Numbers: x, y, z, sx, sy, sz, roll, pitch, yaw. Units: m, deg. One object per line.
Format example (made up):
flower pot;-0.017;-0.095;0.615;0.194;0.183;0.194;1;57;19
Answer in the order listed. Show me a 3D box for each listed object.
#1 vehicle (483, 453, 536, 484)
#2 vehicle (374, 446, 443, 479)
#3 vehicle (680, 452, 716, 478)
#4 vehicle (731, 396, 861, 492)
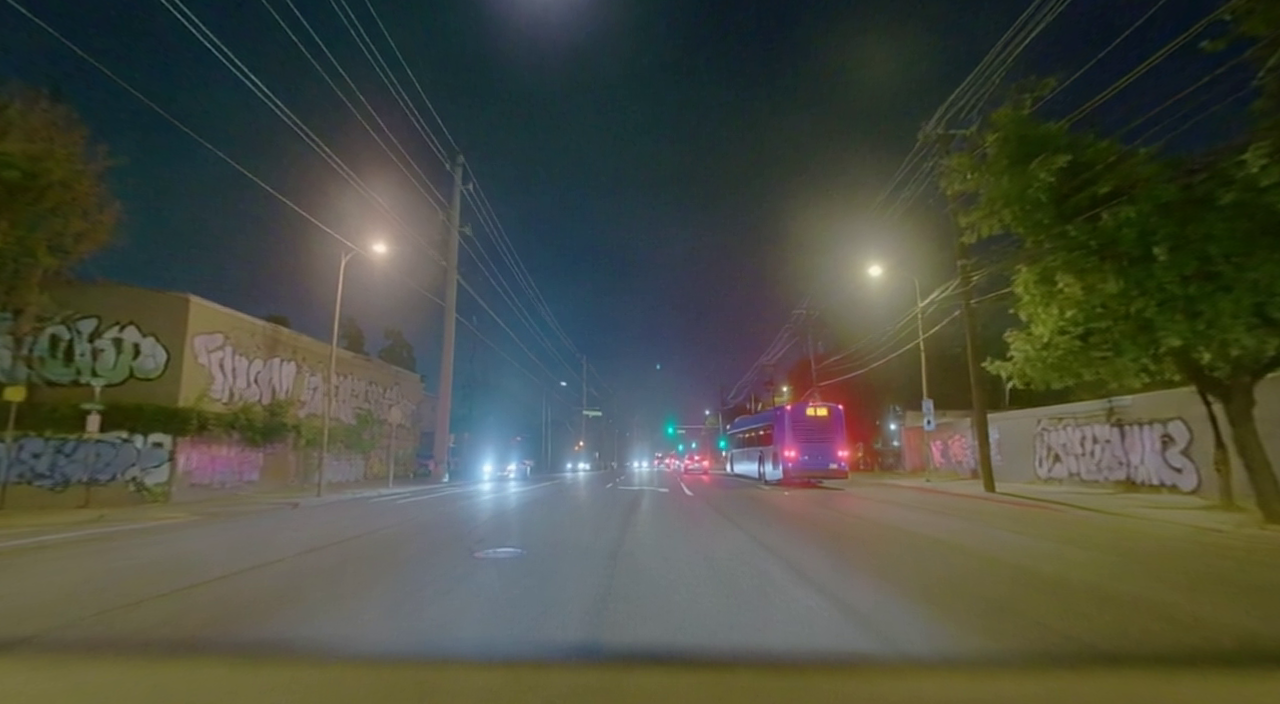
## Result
vehicle;-7.804;7.006;38.253;2.011;1.672;4.637;-1;-8;3
vehicle;-16.853;8.021;46.113;4.244;2.316;1.959;-1;-8;2
vehicle;3.624;7.162;40.232;1.961;1.470;4.196;0;-8;0
vehicle;6.518;4.243;29.139;3.045;3.447;12.604;0;-8;1
